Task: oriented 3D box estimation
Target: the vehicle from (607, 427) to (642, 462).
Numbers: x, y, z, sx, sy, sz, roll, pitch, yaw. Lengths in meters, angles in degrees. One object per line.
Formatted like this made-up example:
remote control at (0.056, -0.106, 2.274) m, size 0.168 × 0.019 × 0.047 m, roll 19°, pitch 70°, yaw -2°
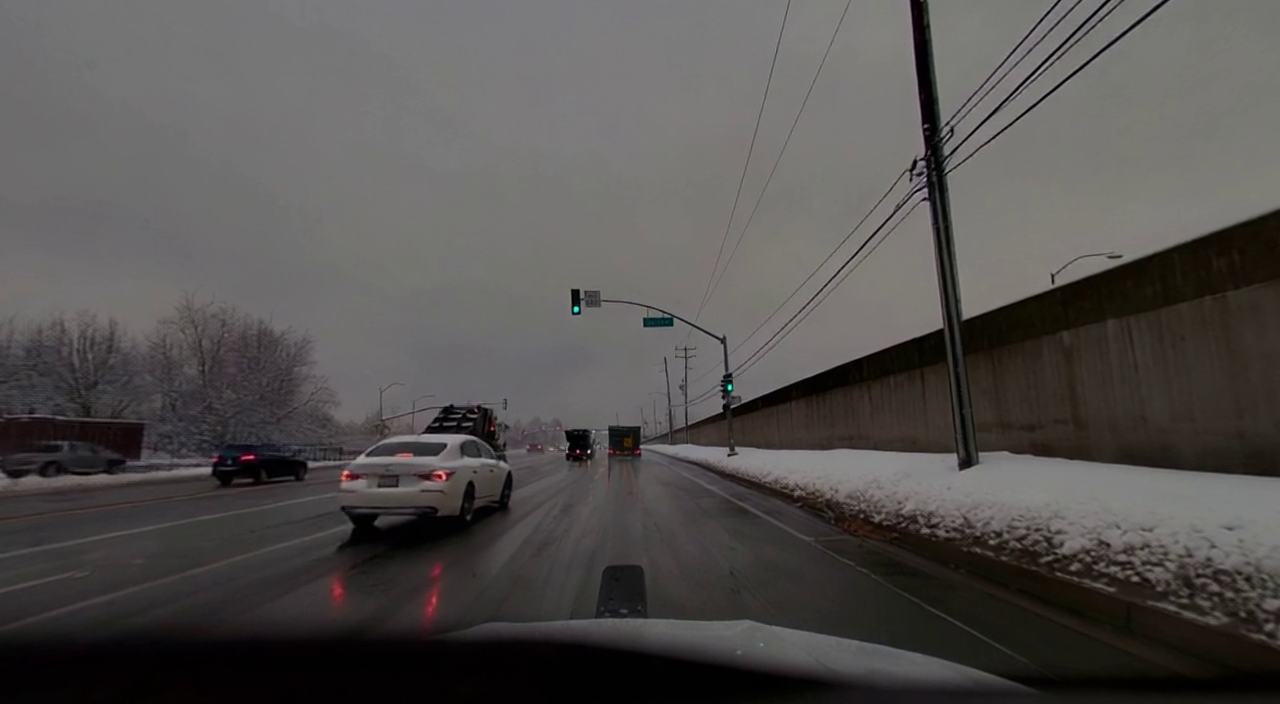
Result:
vehicle at (-1.143, 6.656, 45.274) m, size 2.355 × 2.305 × 5.336 m, roll 0°, pitch -8°, yaw -2°

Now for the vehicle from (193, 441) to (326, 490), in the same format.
vehicle at (-12.879, 3.831, 21.709) m, size 1.905 × 1.492 × 4.151 m, roll -1°, pitch -8°, yaw 2°

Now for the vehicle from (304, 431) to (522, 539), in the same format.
vehicle at (-3.624, 2.214, 11.288) m, size 2.019 × 1.480 × 4.966 m, roll 0°, pitch -8°, yaw 1°

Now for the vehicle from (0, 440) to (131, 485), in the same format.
vehicle at (-24.122, 4.539, 26.284) m, size 1.891 × 1.696 × 4.613 m, roll 0°, pitch -8°, yaw 1°
